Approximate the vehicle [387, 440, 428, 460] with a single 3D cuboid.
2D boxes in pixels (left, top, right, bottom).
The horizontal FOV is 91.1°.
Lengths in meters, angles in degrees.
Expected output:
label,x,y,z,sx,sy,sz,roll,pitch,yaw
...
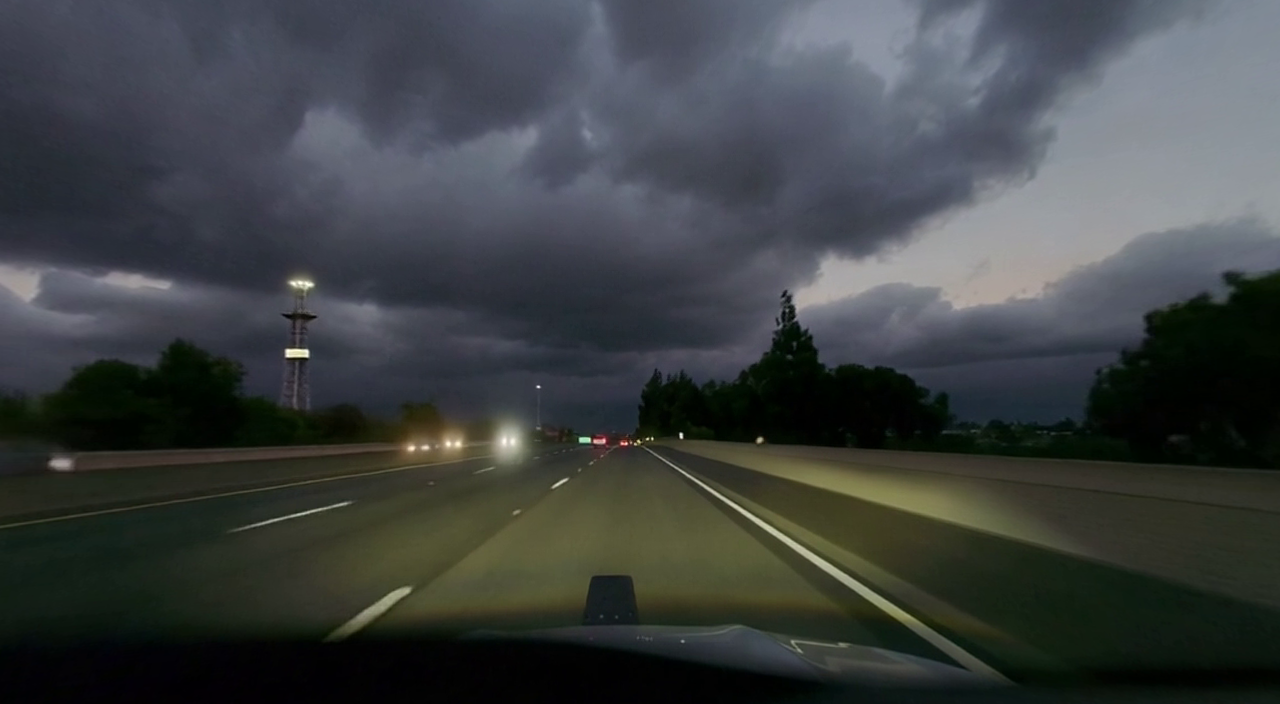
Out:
label,x,y,z,sx,sy,sz,roll,pitch,yaw
vehicle,-18.397,7.762,49.954,1.807,1.489,3.962,0,-8,-1
